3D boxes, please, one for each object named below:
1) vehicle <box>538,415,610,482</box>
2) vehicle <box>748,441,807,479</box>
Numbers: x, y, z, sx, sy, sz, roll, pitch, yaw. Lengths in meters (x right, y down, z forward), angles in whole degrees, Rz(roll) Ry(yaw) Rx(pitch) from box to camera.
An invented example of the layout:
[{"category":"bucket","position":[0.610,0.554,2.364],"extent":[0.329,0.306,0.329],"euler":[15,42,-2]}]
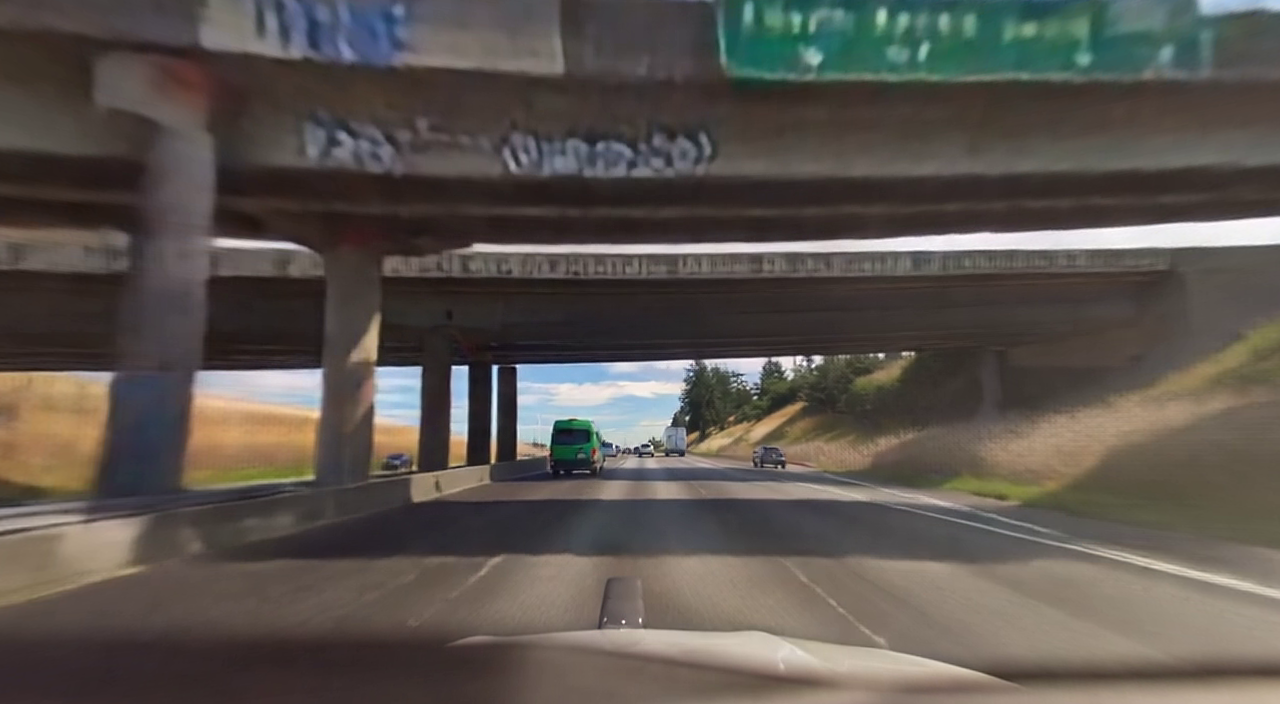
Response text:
[{"category":"vehicle","position":[-2.751,4.289,27.917],"extent":[2.451,2.627,5.868],"euler":[0,-9,1]},{"category":"vehicle","position":[6.428,5.102,29.947],"extent":[1.936,1.664,4.198],"euler":[0,-9,1]}]
